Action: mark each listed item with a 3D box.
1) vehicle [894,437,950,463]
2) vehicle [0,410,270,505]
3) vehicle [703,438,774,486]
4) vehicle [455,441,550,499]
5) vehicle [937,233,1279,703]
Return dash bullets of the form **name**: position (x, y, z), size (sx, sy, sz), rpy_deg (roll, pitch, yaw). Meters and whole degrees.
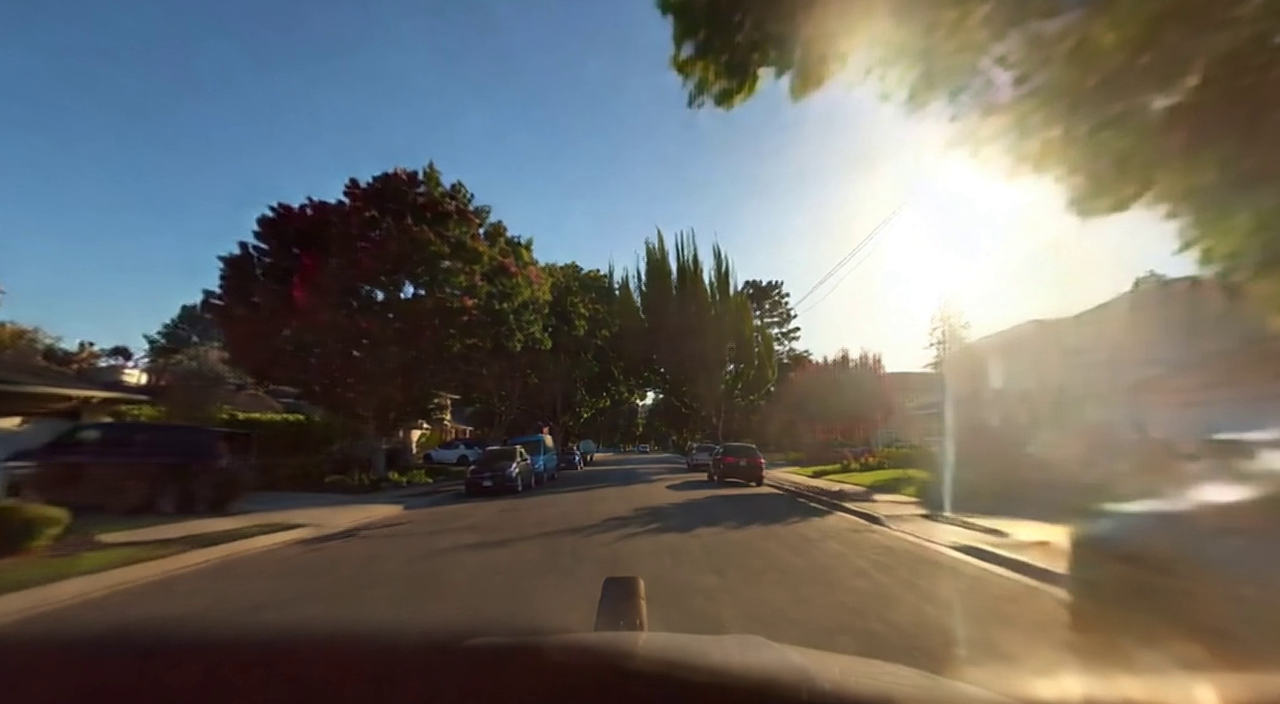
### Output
- **vehicle**: position (19.450, 6.786, 43.793), size (2.086, 1.658, 4.154), rpy_deg (0, -9, 2)
- **vehicle**: position (-12.490, 2.462, 15.009), size (5.716, 2.001, 2.535), rpy_deg (1, -8, 0)
- **vehicle**: position (4.126, 4.743, 27.578), size (2.152, 1.810, 5.846), rpy_deg (1, -9, 0)
- **vehicle**: position (-4.575, 3.962, 21.800), size (2.116, 1.659, 4.832), rpy_deg (-2, -8, 1)
- **vehicle**: position (3.597, 0.540, 1.241), size (2.744, 2.152, 6.605), rpy_deg (1, -9, -1)
